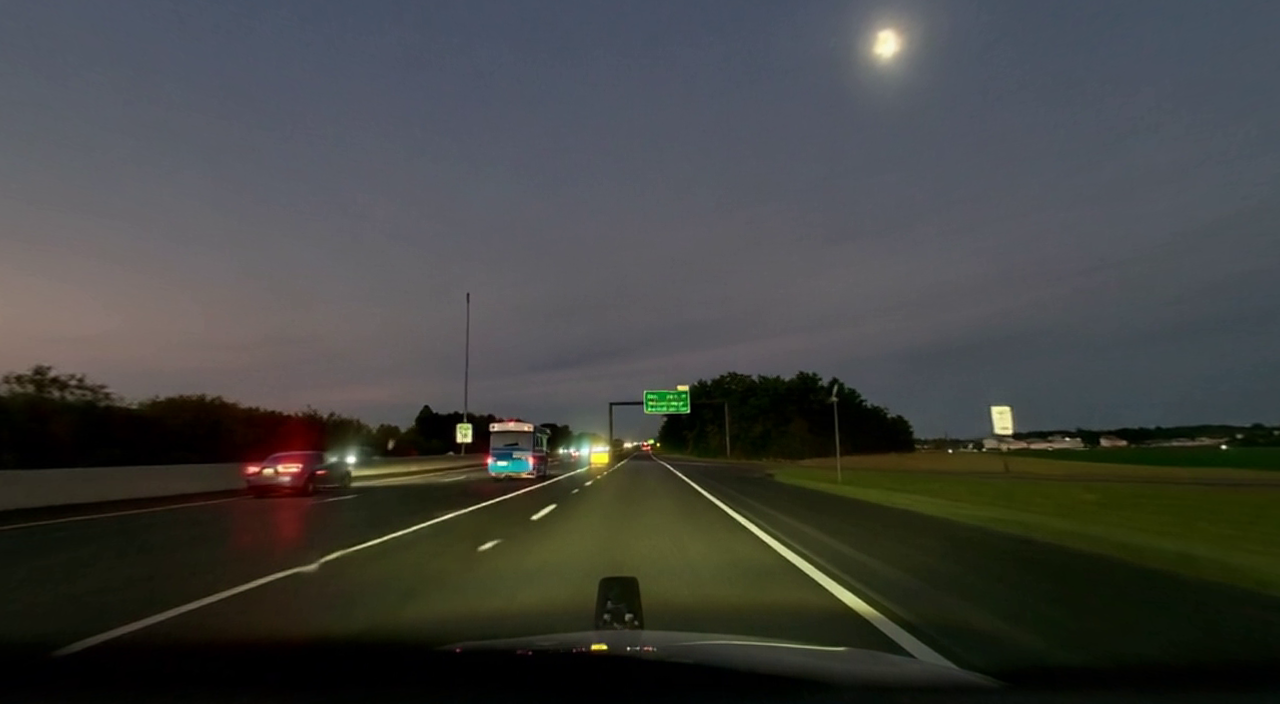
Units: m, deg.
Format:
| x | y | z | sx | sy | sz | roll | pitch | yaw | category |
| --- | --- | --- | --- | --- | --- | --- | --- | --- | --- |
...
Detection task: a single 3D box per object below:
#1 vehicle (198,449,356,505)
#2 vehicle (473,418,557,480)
| x | y | z | sx | sy | sz | roll | pitch | yaw | category |
| --- | --- | --- | --- | --- | --- | --- | --- | --- | --- |
| -10.606 | 3.647 | 18.936 | 1.922 | 1.448 | 4.638 | 0 | -9 | 1 | vehicle |
| -6.434 | 5.187 | 33.777 | 2.747 | 2.934 | 7.411 | 0 | -9 | 2 | vehicle |
